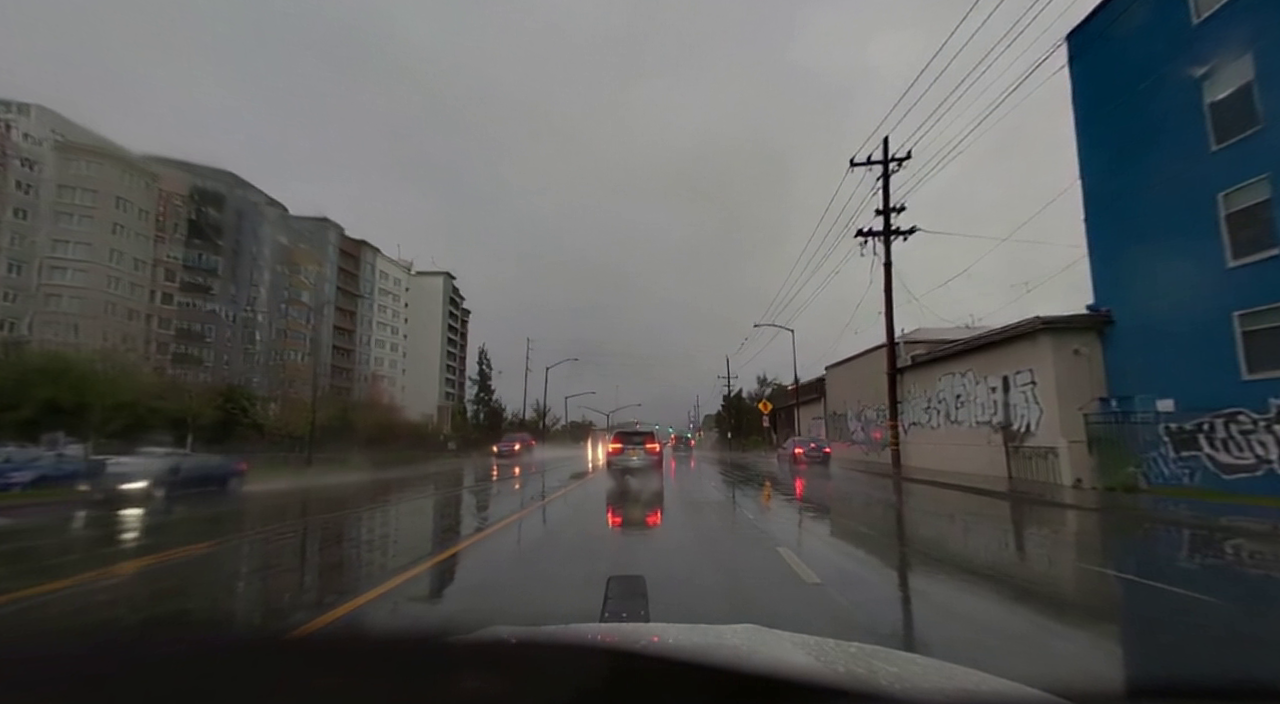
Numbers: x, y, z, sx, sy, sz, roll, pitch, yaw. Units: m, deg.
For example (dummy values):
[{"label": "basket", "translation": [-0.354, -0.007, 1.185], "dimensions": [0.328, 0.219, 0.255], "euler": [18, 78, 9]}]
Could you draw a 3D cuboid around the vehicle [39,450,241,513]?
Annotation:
[{"label": "vehicle", "translation": [-13.948, 3.580, 18.020], "dimensions": [1.842, 1.482, 4.386], "euler": [-1, -8, 6]}]

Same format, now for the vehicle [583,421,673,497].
[{"label": "vehicle", "translation": [-0.174, 2.896, 17.472], "dimensions": [2.160, 1.786, 4.702], "euler": [-1, -8, 3]}]

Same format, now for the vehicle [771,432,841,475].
[{"label": "vehicle", "translation": [7.278, 4.476, 28.113], "dimensions": [1.952, 1.749, 4.311], "euler": [0, -8, 0]}]
